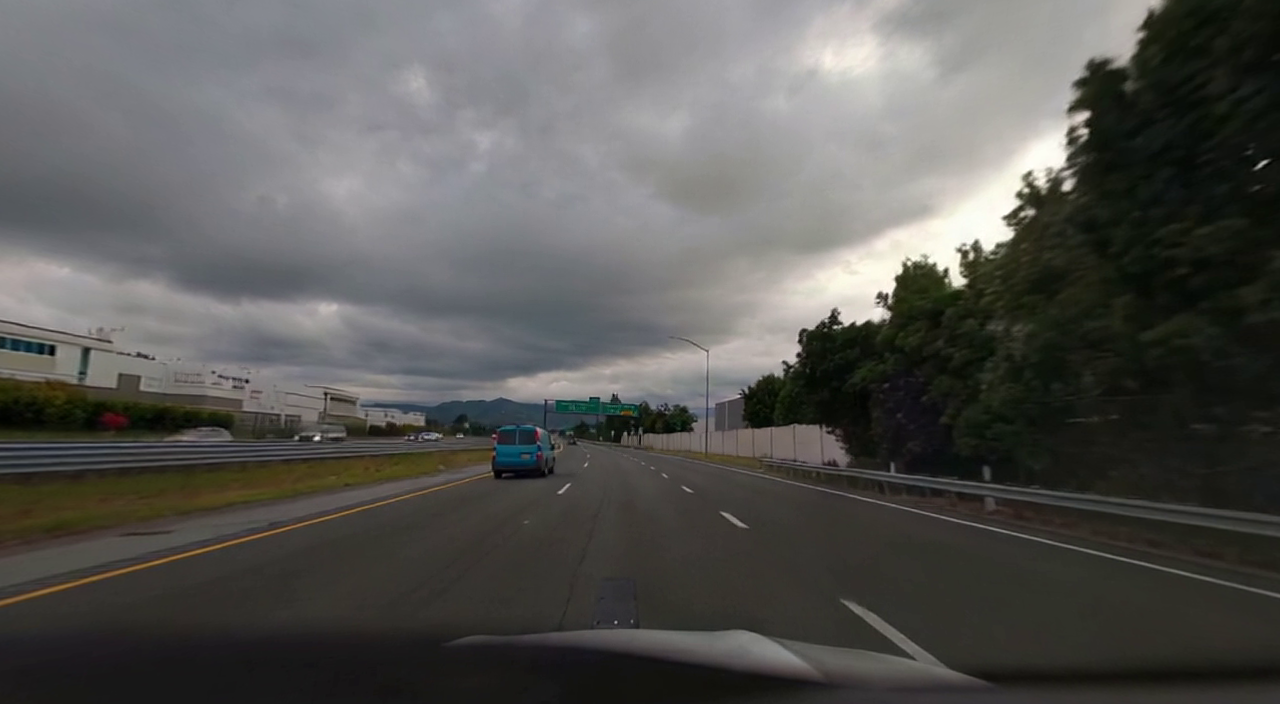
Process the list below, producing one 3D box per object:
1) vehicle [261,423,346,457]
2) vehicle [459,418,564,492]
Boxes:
[{"bbox_3d":[-16.575,4.384,31.297,1.752,1.504,4.652,0,-8,-2],"label":"vehicle"},{"bbox_3d":[-3.653,3.027,18.893,2.260,1.901,4.665,0,-8,-1],"label":"vehicle"}]
